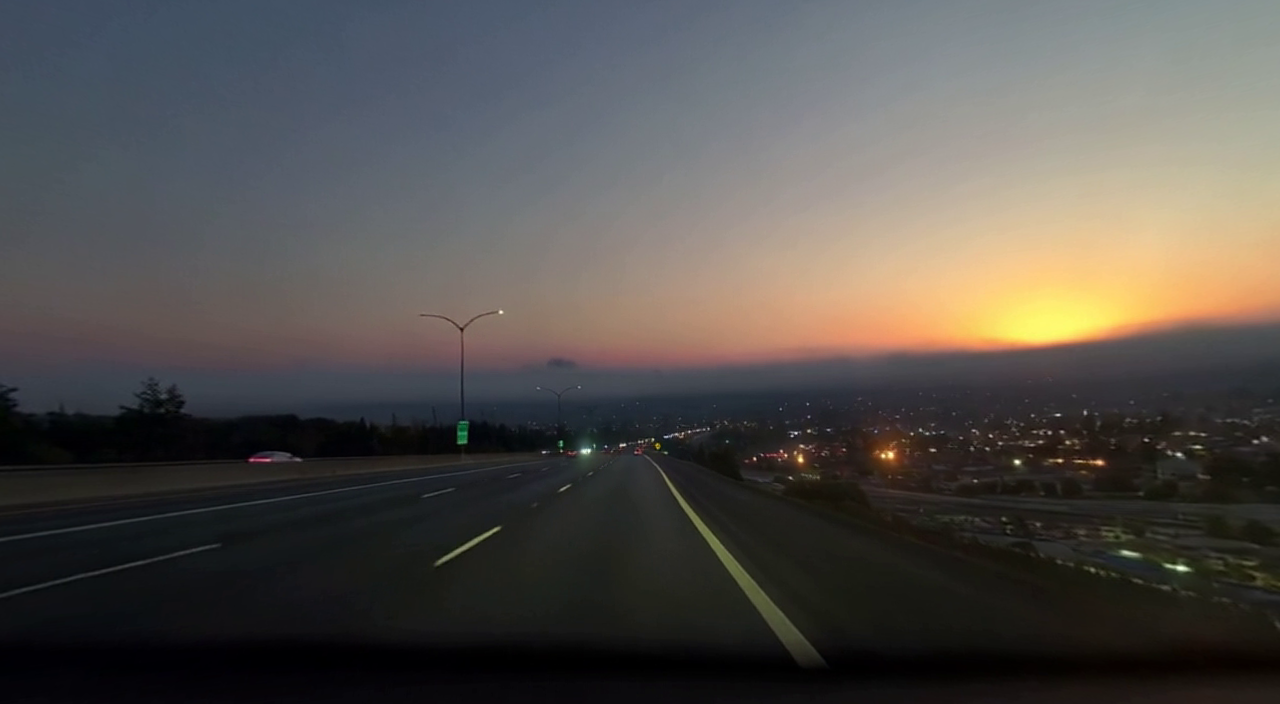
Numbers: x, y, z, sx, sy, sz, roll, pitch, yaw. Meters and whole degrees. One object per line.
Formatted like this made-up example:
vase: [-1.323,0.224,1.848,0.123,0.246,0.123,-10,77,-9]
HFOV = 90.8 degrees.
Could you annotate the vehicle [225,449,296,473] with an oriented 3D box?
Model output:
vehicle: [-26.418,7.563,44.187,1.923,1.563,4.762,0,-9,1]
